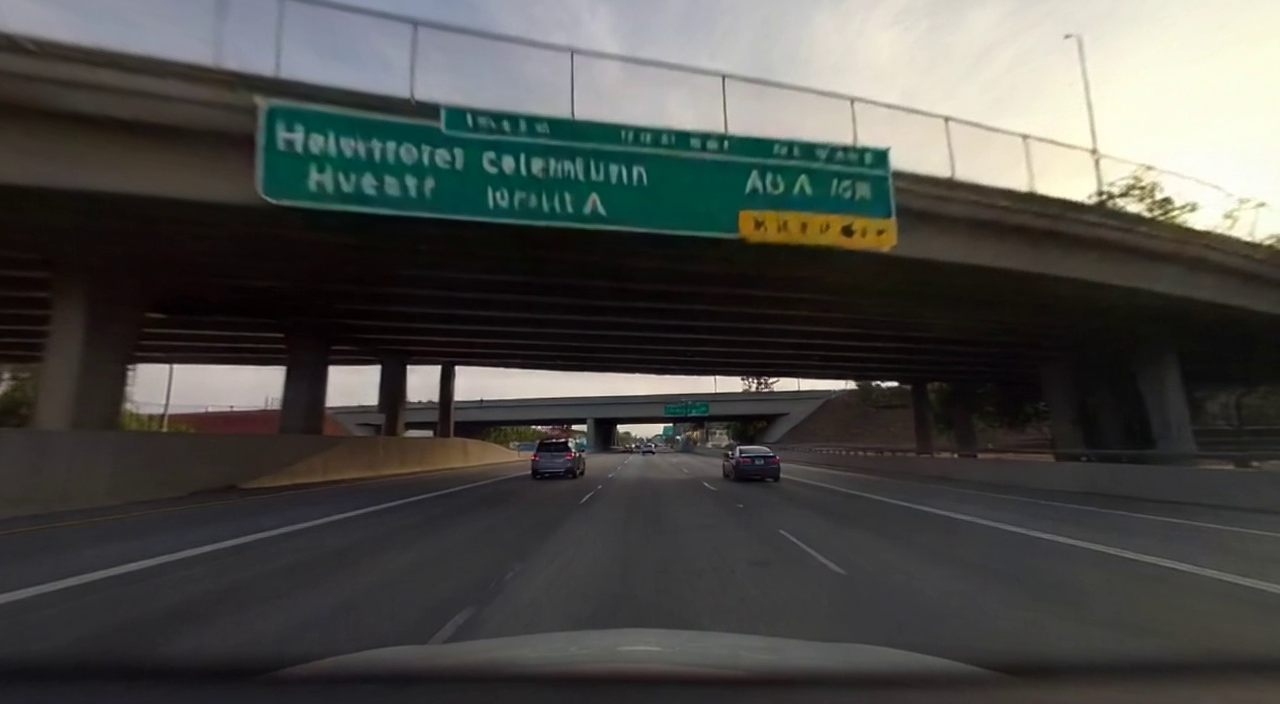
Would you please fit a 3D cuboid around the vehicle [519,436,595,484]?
[{"bbox_3d":[-3.183,4.287,25.387,2.259,1.706,4.924,0,-8,2],"label":"vehicle"}]

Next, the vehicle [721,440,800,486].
[{"bbox_3d":[4.171,3.901,22.537,1.908,1.483,4.259,0,-8,-1],"label":"vehicle"}]
